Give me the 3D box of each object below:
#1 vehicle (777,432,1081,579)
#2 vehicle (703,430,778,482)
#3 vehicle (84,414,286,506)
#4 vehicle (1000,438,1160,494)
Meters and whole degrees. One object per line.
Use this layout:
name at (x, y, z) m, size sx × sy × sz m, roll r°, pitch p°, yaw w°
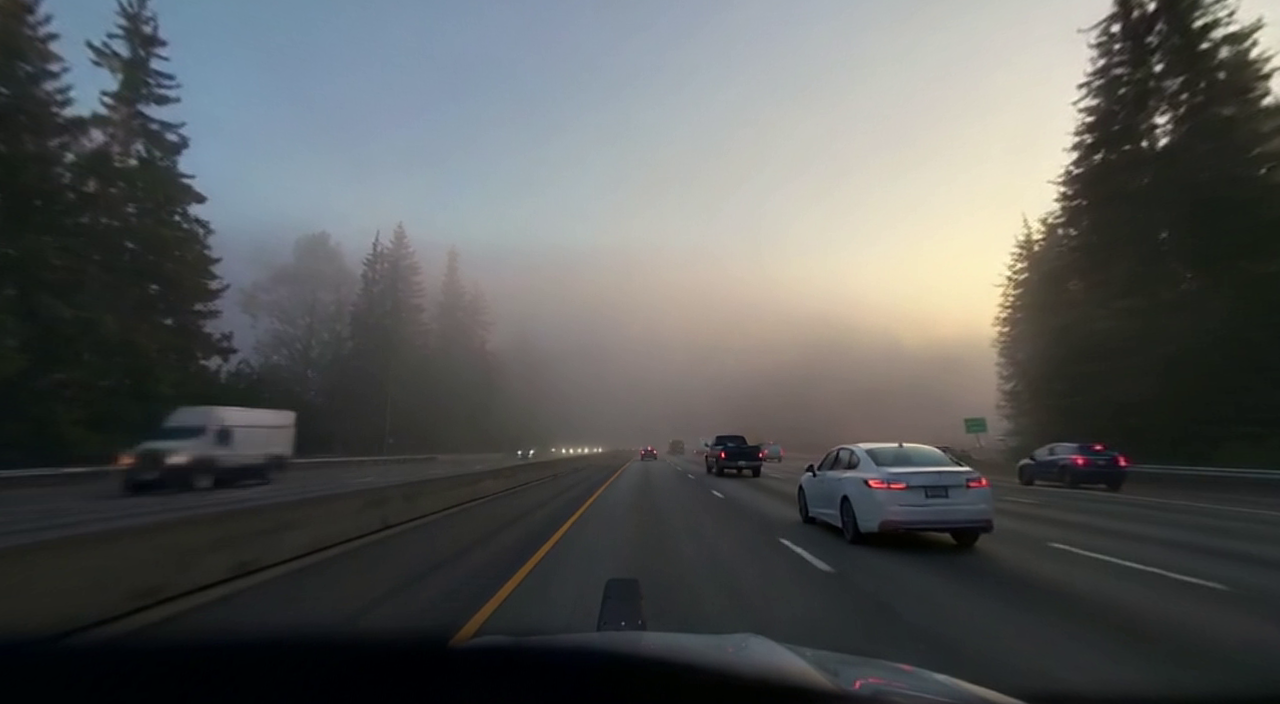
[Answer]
vehicle at (3.429, 1.906, 8.735) m, size 1.904 × 1.453 × 4.789 m, roll 0°, pitch -9°, yaw -1°
vehicle at (4.055, 4.312, 26.317) m, size 2.206 × 1.902 × 5.460 m, roll 0°, pitch -9°, yaw 0°
vehicle at (-14.748, 3.534, 20.999) m, size 2.305 × 2.613 × 5.756 m, roll 0°, pitch -9°, yaw 0°
vehicle at (15.136, 3.911, 22.043) m, size 2.027 × 1.711 × 4.963 m, roll 0°, pitch -9°, yaw 0°
